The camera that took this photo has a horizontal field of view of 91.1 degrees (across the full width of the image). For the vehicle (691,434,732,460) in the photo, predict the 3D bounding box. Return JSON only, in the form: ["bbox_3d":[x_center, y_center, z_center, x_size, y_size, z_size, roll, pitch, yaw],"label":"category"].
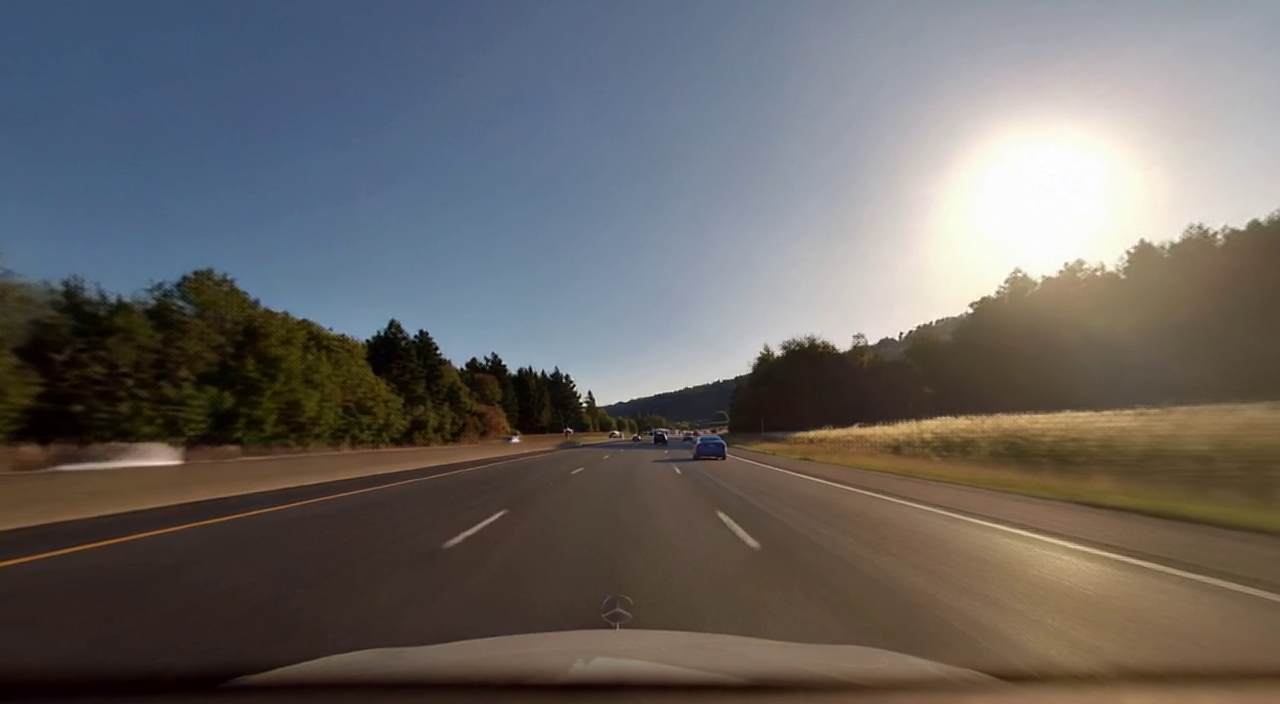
[{"bbox_3d":[4.214,5.675,37.913,1.982,1.452,4.294,0,-8,0],"label":"vehicle"}]
